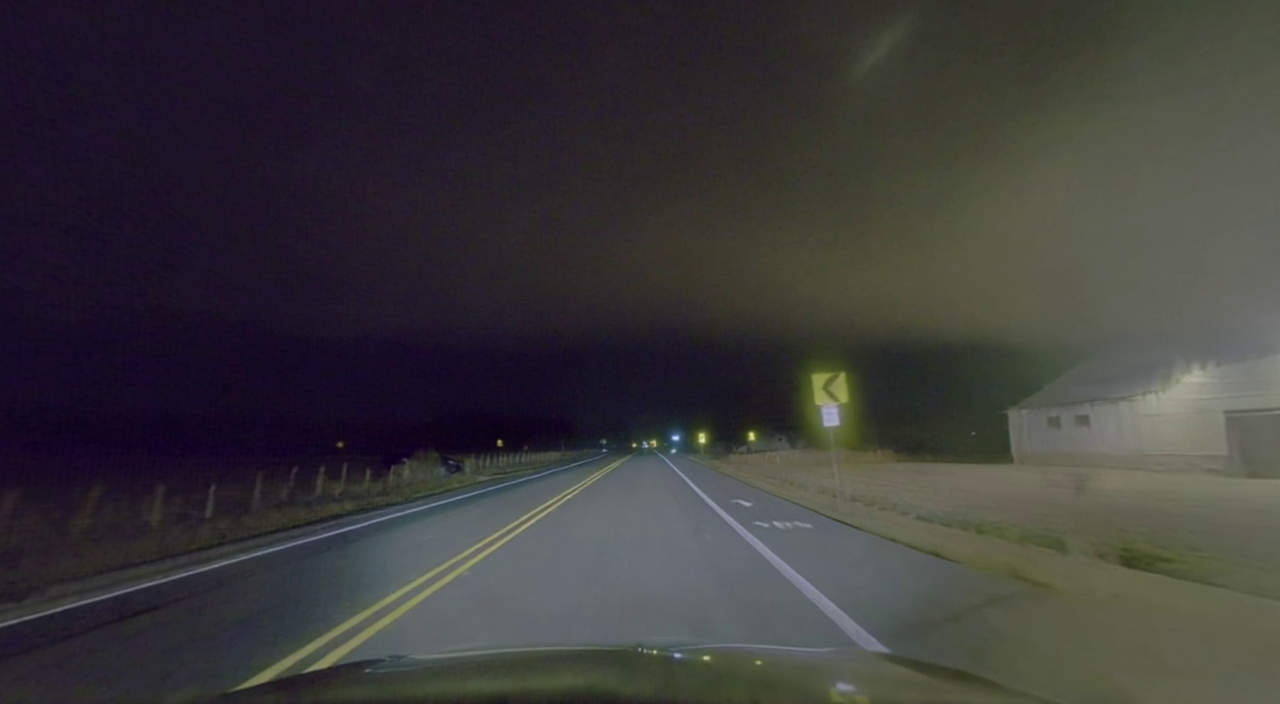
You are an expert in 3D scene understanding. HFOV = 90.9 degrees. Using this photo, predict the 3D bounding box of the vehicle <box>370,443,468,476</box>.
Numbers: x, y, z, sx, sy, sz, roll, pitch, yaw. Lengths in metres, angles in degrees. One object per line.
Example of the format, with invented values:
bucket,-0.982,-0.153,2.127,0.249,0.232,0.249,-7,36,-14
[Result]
vehicle,-12.483,6.109,35.883,4.813,1.763,2.048,0,-8,-1
